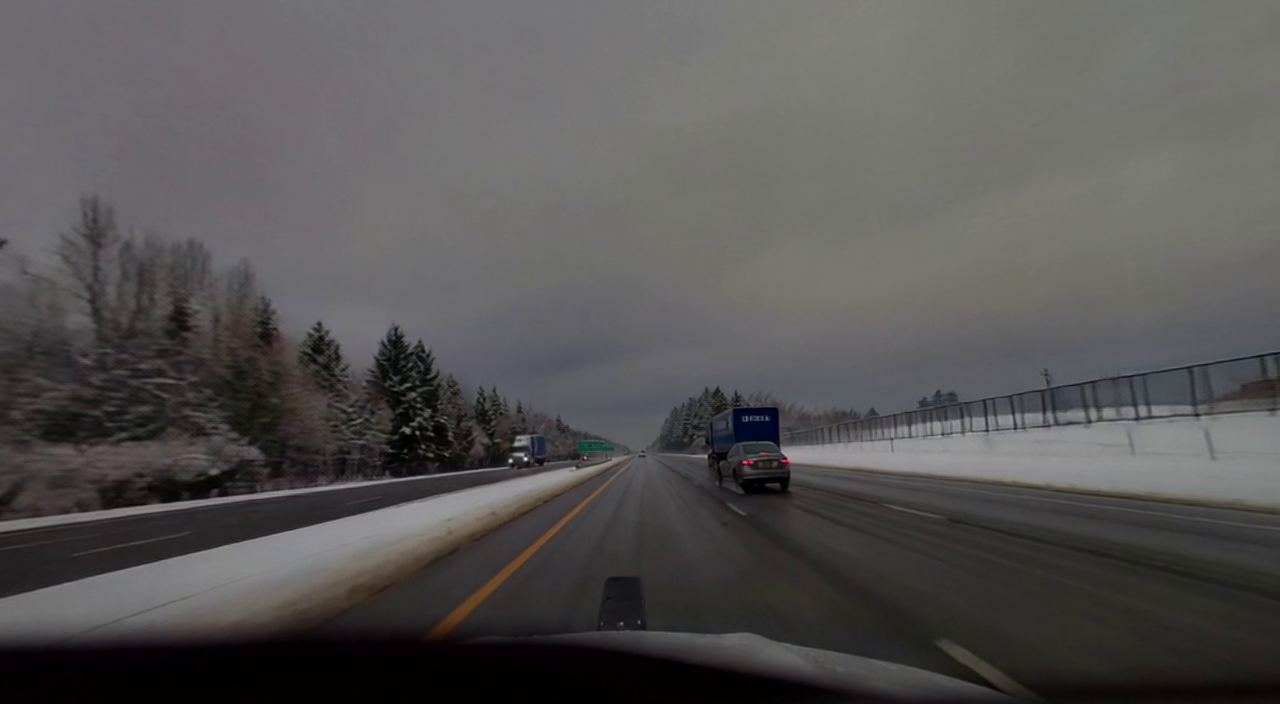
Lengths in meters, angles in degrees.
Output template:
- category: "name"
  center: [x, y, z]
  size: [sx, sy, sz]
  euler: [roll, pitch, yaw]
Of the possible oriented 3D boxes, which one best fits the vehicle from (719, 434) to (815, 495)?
- category: "vehicle"
  center: [3.923, 3.568, 20.303]
  size: [2.093, 1.742, 4.167]
  euler: [0, -9, -2]
